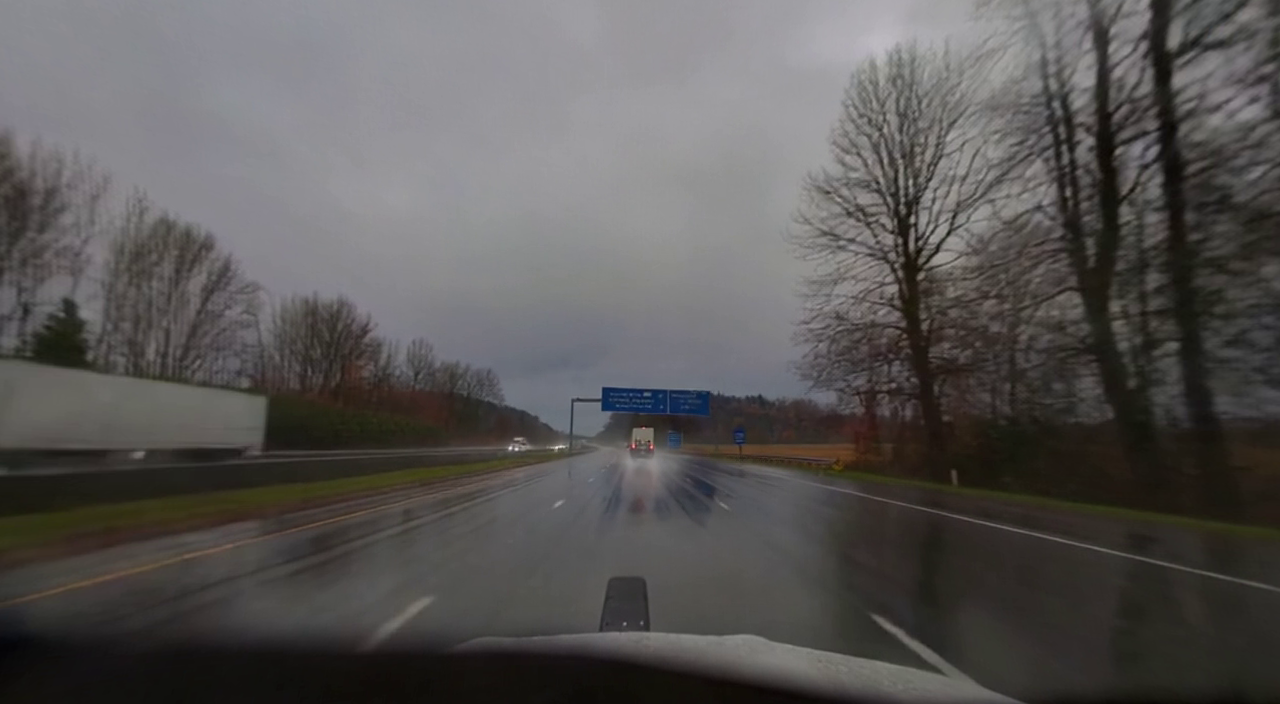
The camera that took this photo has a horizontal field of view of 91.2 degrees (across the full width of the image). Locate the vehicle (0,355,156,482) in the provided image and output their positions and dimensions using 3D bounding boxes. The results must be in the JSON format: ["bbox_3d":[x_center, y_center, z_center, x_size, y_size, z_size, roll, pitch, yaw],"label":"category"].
[{"bbox_3d":[-21.952,2.304,21.196,2.993,4.028,10.213,0,-8,0],"label":"vehicle"}]

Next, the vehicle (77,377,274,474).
[{"bbox_3d":[-21.955,3.705,30.595,3.024,4.048,8.451,0,-8,0],"label":"vehicle"}]

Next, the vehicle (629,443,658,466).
[{"bbox_3d":[0.215,6.919,42.440,1.859,1.478,3.799,0,-8,0],"label":"vehicle"}]
